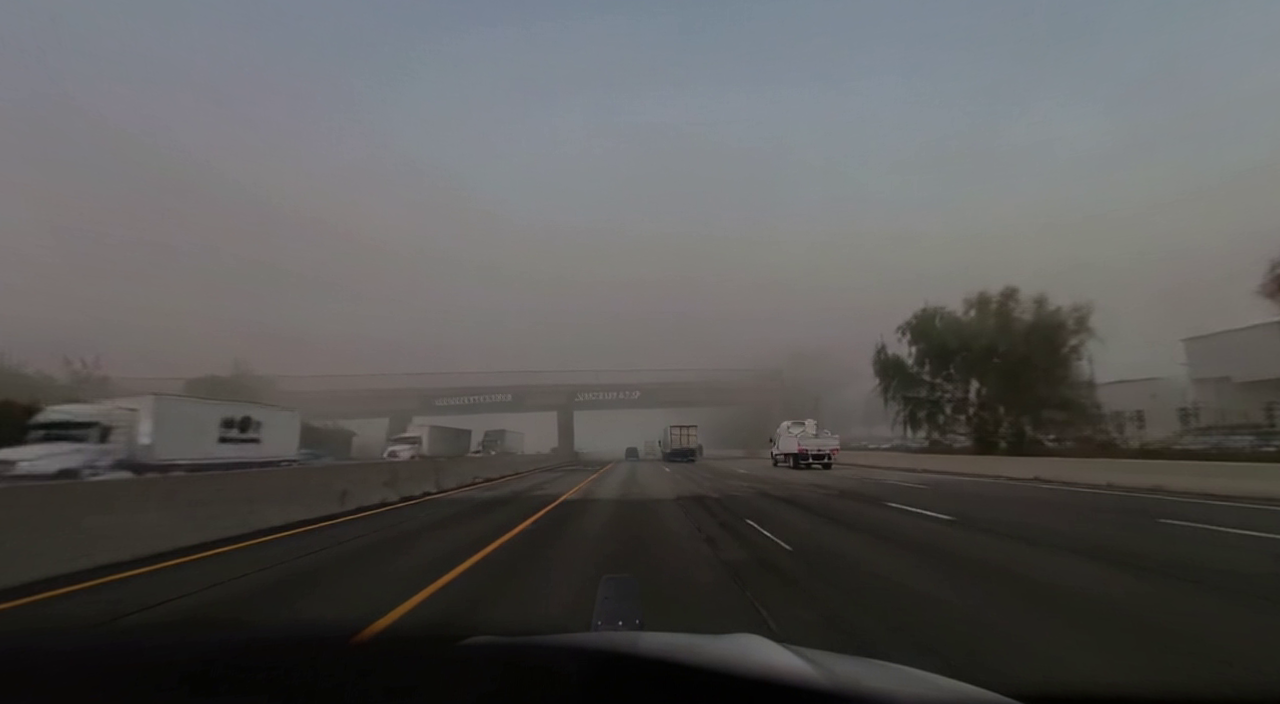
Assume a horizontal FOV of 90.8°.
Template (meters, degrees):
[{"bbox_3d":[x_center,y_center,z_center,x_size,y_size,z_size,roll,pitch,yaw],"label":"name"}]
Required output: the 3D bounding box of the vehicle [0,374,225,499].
[{"bbox_3d":[-17.367,2.805,20.747,3.008,3.447,6.441,0,-9,-1],"label":"vehicle"}]

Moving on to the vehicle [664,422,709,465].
[{"bbox_3d":[3.521,7.183,49.439,2.742,3.054,7.537,0,-9,-1],"label":"vehicle"}]

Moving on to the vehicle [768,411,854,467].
[{"bbox_3d":[11.104,5.890,42.223,2.912,3.293,9.588,0,-9,-1],"label":"vehicle"}]
